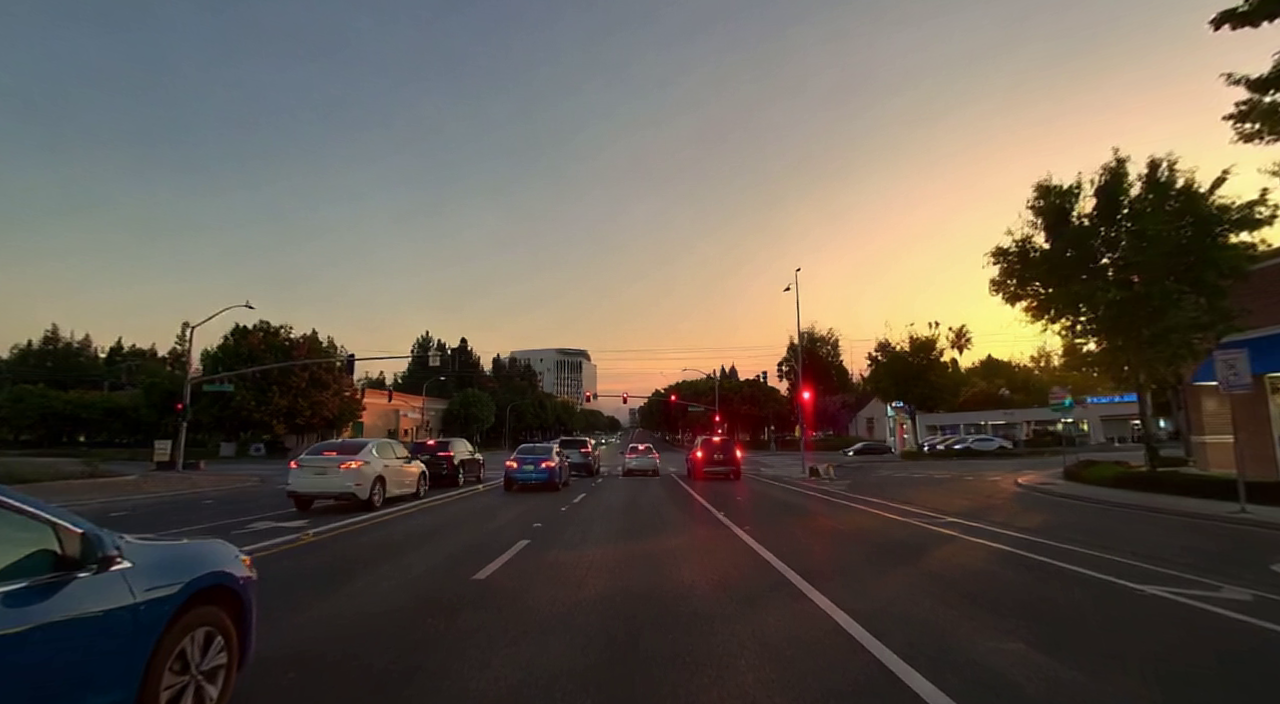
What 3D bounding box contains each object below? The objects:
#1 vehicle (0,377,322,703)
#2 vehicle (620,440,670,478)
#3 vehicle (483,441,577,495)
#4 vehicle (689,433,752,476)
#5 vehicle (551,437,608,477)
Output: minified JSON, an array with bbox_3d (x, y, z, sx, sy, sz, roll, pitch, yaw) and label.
[{"bbox_3d":[-3.132,0.758,1.385,2.249,1.517,4.951,0,-9,0],"label":"vehicle"},{"bbox_3d":[0.215,4.659,27.617,2.032,1.499,3.994,0,-9,1],"label":"vehicle"},{"bbox_3d":[-3.275,3.554,19.622,2.014,1.472,4.357,0,-9,2],"label":"vehicle"},{"bbox_3d":[3.435,4.480,27.640,2.076,1.691,4.402,0,-9,-1],"label":"vehicle"},{"bbox_3d":[-2.715,4.819,29.147,2.072,1.694,4.070,0,-9,2],"label":"vehicle"}]
